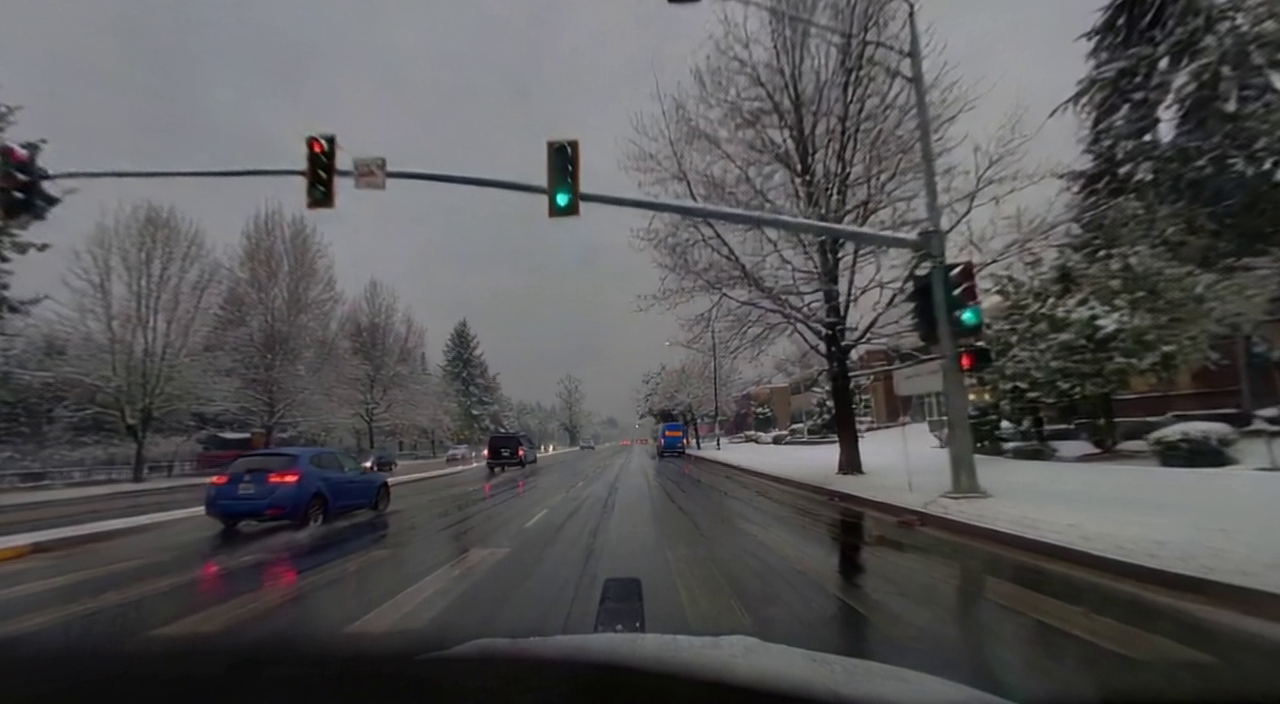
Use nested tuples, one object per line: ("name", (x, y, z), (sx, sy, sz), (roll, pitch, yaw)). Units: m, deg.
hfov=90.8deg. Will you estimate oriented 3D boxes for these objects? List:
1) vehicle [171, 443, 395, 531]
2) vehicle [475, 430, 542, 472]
("vehicle", (-6.914, 2.614, 12.936), (1.970, 1.456, 4.441), (0, -8, 0))
("vehicle", (-6.906, 5.267, 33.851), (2.332, 2.039, 5.678), (0, -8, 0))
